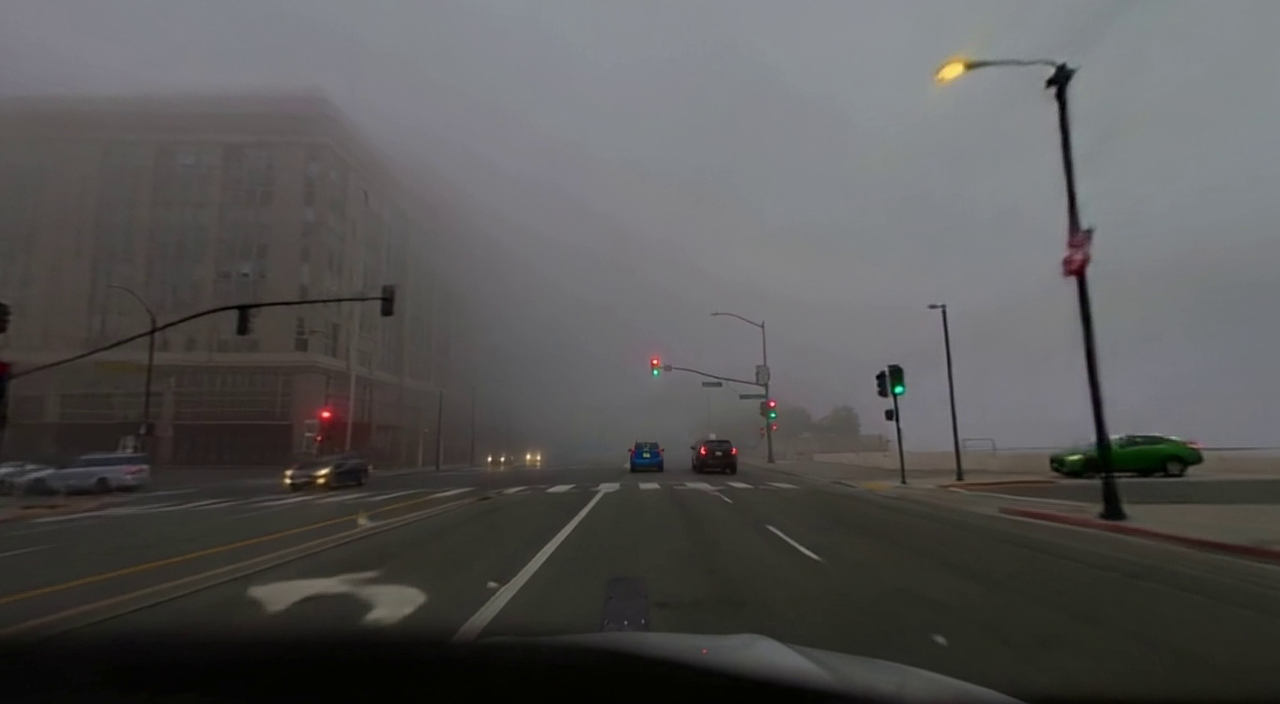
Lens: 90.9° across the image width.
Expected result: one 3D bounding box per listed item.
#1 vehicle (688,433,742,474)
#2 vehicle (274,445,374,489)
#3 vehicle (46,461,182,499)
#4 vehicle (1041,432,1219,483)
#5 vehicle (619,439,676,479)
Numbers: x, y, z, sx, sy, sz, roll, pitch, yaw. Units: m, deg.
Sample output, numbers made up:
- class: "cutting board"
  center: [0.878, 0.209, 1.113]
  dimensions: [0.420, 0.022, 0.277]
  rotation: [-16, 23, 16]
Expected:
- class: "vehicle"
  center: [3.814, 5.294, 32.996]
  dimensions: [2.159, 1.938, 4.836]
  rotation: [0, -9, -1]
- class: "vehicle"
  center: [-13.869, 5.059, 28.031]
  dimensions: [2.082, 1.772, 4.447]
  rotation: [0, -9, 1]
- class: "vehicle"
  center: [-23.907, 5.798, 28.778]
  dimensions: [4.404, 1.618, 1.968]
  rotation: [0, -9, 1]
- class: "vehicle"
  center: [17.152, 3.716, 22.241]
  dimensions: [4.556, 1.693, 2.030]
  rotation: [0, -9, -1]
- class: "vehicle"
  center: [0.264, 4.550, 27.011]
  dimensions: [2.245, 1.587, 4.094]
  rotation: [0, -9, -1]
